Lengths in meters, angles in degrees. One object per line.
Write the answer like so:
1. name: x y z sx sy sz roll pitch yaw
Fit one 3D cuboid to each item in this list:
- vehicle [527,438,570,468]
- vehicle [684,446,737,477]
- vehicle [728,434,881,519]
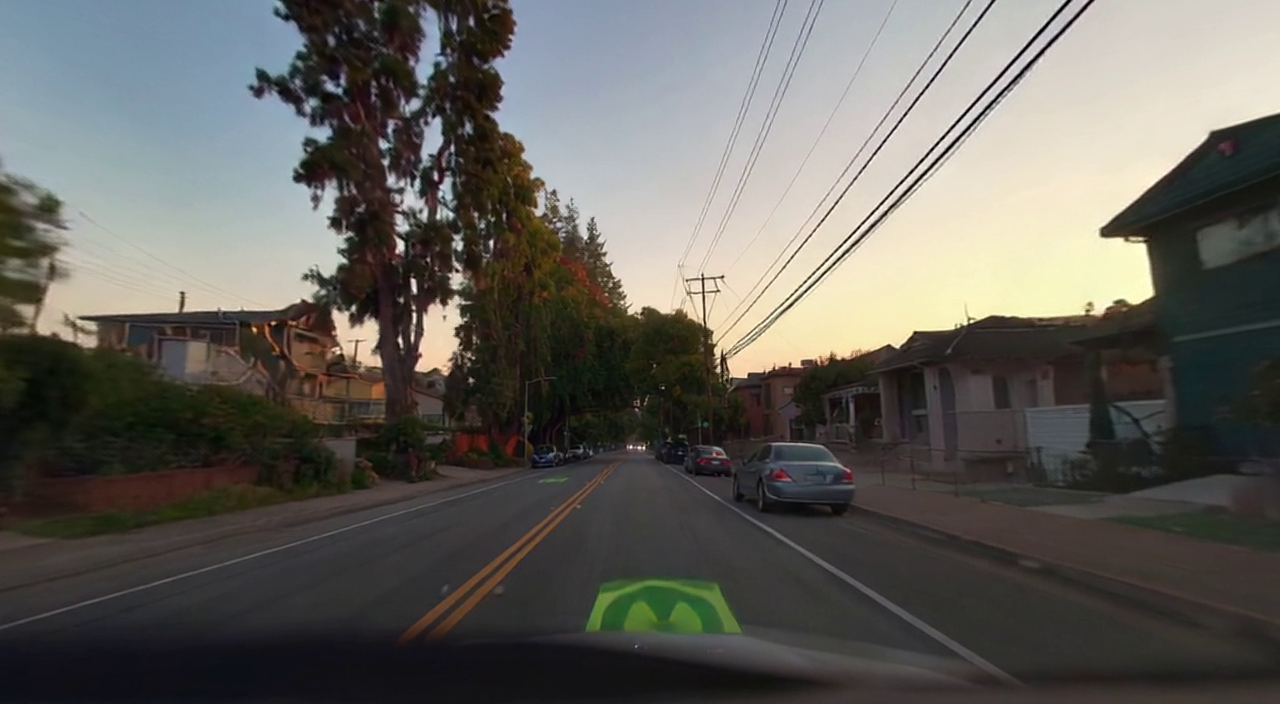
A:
1. vehicle: -6.760 7.564 47.171 2.451 2.099 5.112 -1 -10 0
2. vehicle: 3.295 5.234 30.475 1.967 1.382 4.361 0 -8 -1
3. vehicle: 3.414 2.693 14.273 2.024 1.554 4.867 0 -8 -2
